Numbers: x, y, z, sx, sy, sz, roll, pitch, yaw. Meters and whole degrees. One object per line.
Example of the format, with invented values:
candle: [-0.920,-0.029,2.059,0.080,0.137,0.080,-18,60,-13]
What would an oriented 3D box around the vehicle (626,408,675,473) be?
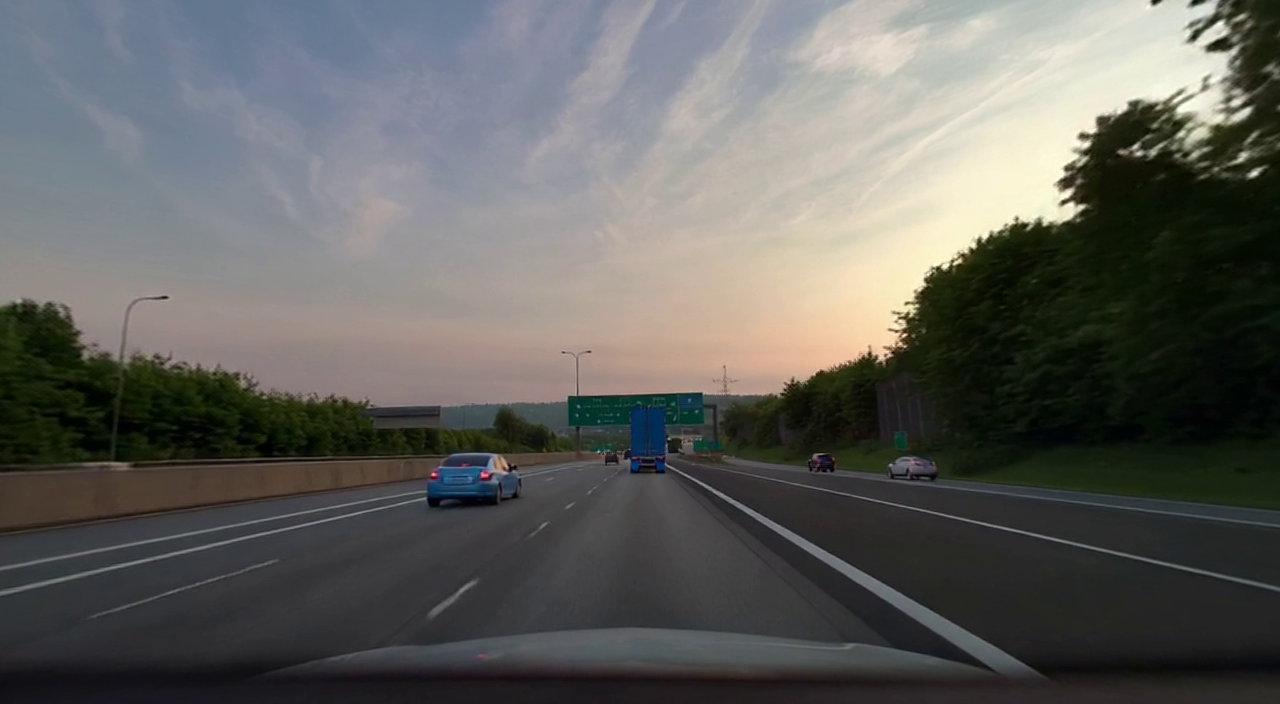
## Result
vehicle: [0.679,6.311,44.669,3.022,4.072,10.318,0,-9,0]

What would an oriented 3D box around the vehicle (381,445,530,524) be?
vehicle: [-3.844,2.824,14.065,1.931,1.466,4.458,0,-9,1]
